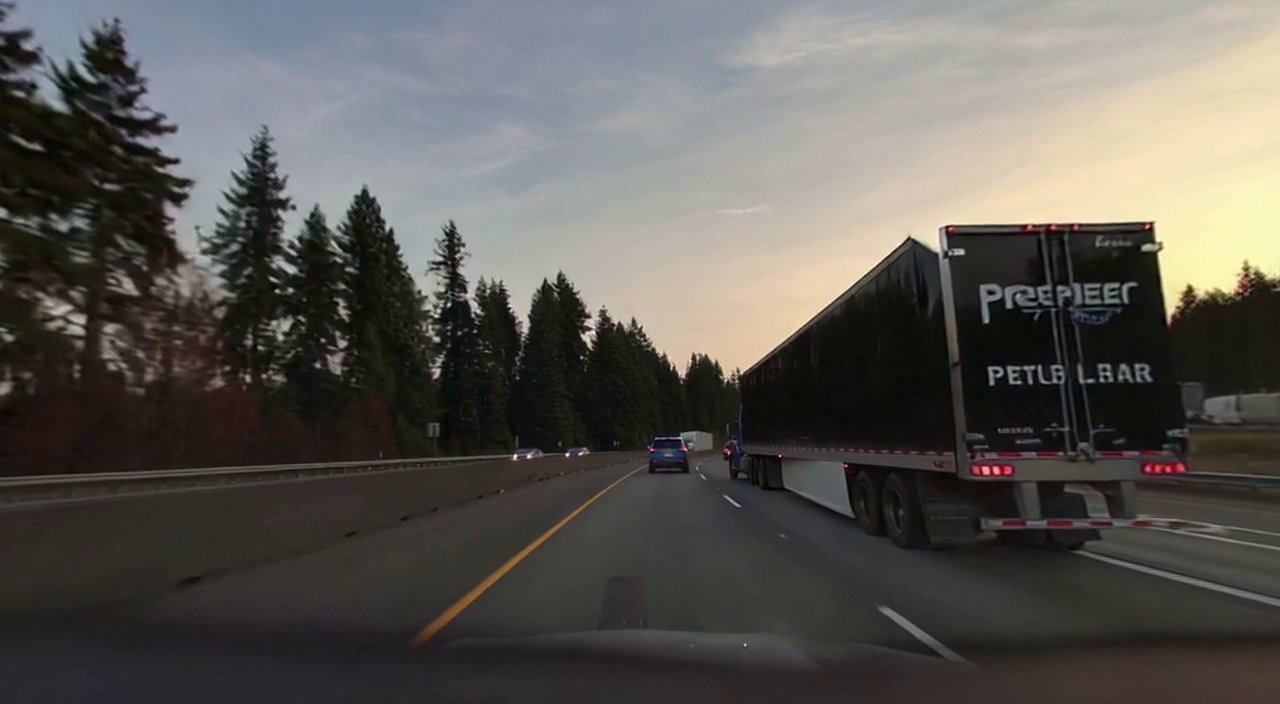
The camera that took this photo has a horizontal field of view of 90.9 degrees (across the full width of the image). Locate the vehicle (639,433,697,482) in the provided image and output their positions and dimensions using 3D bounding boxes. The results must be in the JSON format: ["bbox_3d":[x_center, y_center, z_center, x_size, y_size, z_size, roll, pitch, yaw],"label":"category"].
[{"bbox_3d":[1.168,4.380,26.572,2.222,1.848,4.610,0,-8,3],"label":"vehicle"}]

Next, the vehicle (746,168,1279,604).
[{"bbox_3d":[5.048,1.422,14.260,2.899,4.160,16.621,0,-8,2],"label":"vehicle"}]
